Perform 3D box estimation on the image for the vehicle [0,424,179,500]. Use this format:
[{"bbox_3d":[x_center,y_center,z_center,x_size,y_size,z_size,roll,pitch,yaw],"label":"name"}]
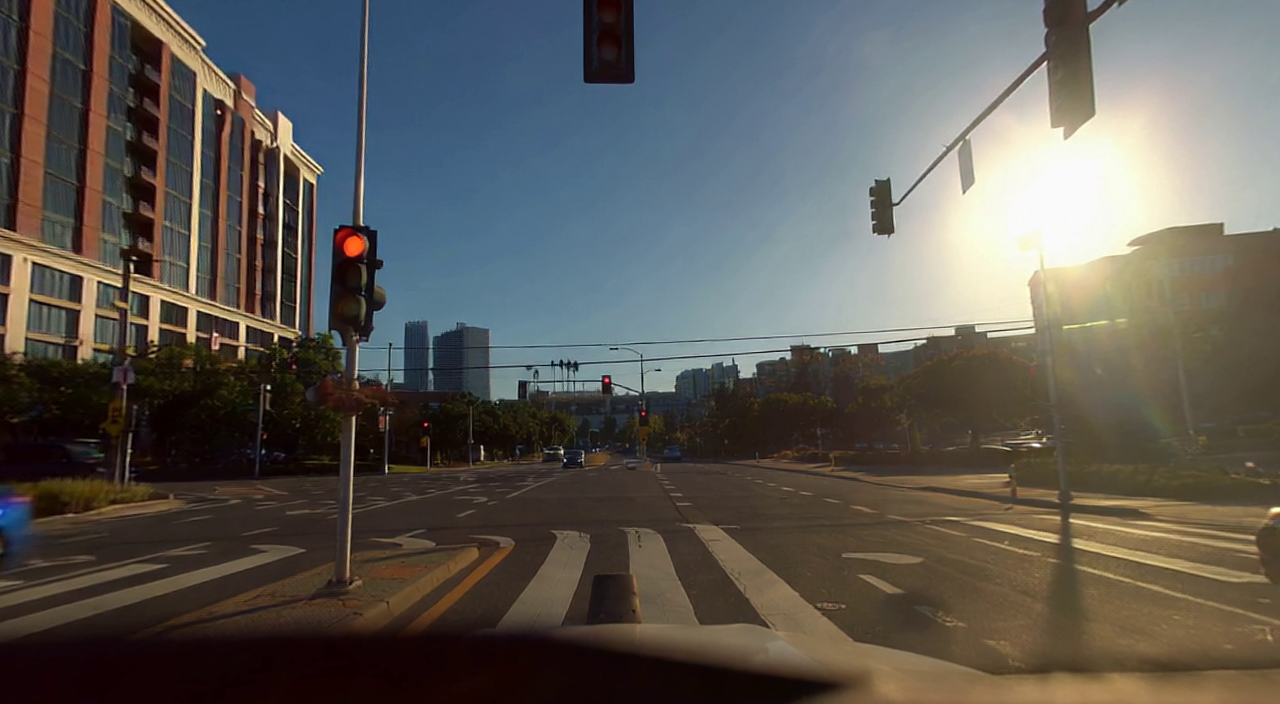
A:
[{"bbox_3d":[-25.000,4.815,27.565,7.088,3.096,2.678,0,-9,-2],"label":"vehicle"}]
